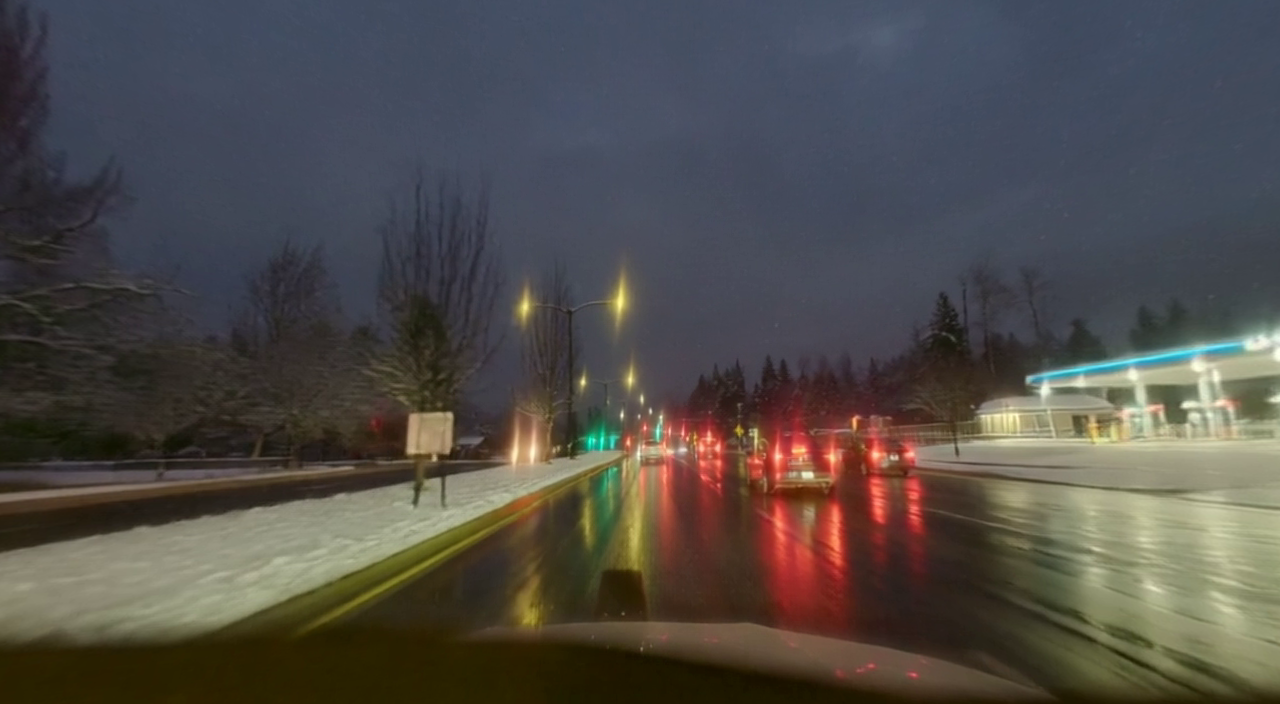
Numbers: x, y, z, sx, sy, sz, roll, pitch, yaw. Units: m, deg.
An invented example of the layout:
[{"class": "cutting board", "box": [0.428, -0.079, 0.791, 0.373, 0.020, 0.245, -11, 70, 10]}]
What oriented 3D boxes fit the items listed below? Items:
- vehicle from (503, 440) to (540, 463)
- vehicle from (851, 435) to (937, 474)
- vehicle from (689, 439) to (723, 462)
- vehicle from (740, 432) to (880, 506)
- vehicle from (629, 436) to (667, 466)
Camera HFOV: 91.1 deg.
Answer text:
[{"class": "vehicle", "box": [-9.351, 7.883, 49.877, 2.004, 1.683, 4.290, 0, -8, 1]}, {"class": "vehicle", "box": [10.718, 4.337, 26.817, 1.906, 1.488, 4.251, 0, -8, 0]}, {"class": "vehicle", "box": [4.579, 6.906, 44.062, 1.980, 1.515, 4.362, 0, -8, 0]}, {"class": "vehicle", "box": [3.899, 2.773, 15.436, 2.119, 1.509, 4.756, 0, -8, 0]}, {"class": "vehicle", "box": [0.482, 5.872, 37.355, 2.172, 1.694, 4.055, 0, -8, 1]}]
